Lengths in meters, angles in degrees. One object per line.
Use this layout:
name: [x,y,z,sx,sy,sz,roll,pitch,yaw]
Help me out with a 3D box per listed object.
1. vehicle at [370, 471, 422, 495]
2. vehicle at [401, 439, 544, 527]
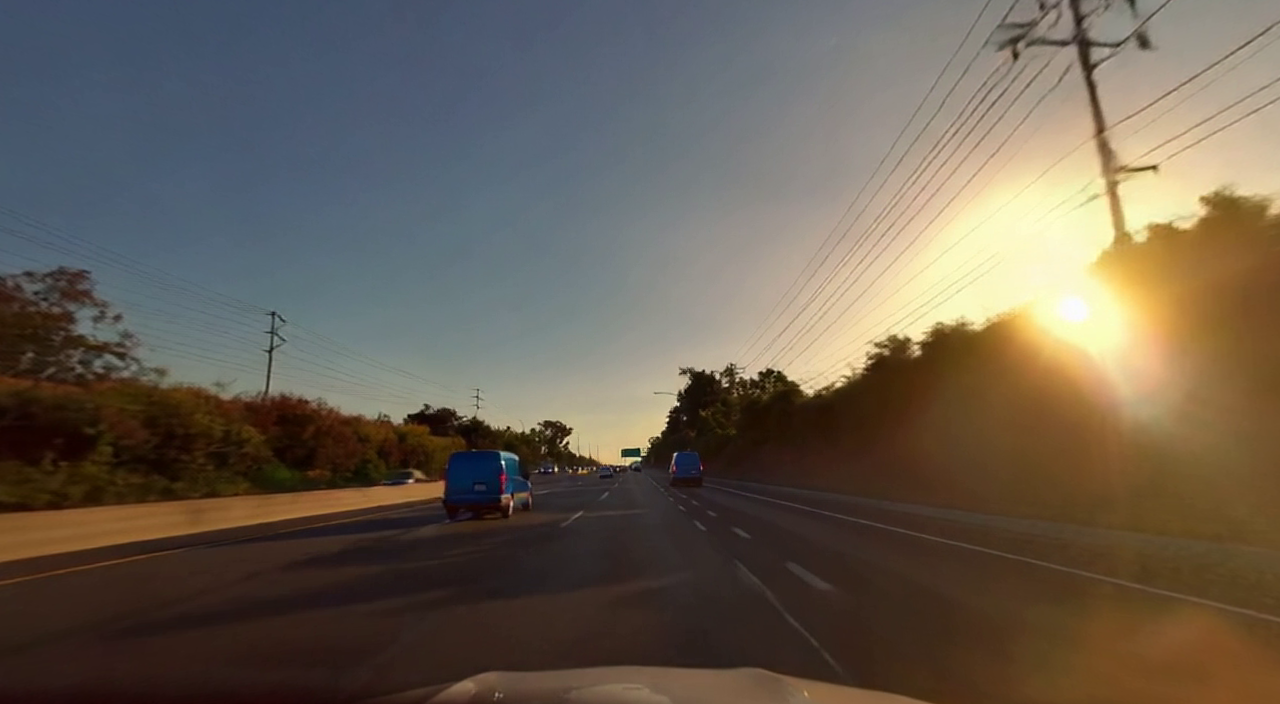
vehicle: [-16.609,8.893,43.038,1.846,1.505,4.196,1,-10,0]
vehicle: [-3.798,3.129,15.349,2.153,1.756,4.730,1,-10,0]
